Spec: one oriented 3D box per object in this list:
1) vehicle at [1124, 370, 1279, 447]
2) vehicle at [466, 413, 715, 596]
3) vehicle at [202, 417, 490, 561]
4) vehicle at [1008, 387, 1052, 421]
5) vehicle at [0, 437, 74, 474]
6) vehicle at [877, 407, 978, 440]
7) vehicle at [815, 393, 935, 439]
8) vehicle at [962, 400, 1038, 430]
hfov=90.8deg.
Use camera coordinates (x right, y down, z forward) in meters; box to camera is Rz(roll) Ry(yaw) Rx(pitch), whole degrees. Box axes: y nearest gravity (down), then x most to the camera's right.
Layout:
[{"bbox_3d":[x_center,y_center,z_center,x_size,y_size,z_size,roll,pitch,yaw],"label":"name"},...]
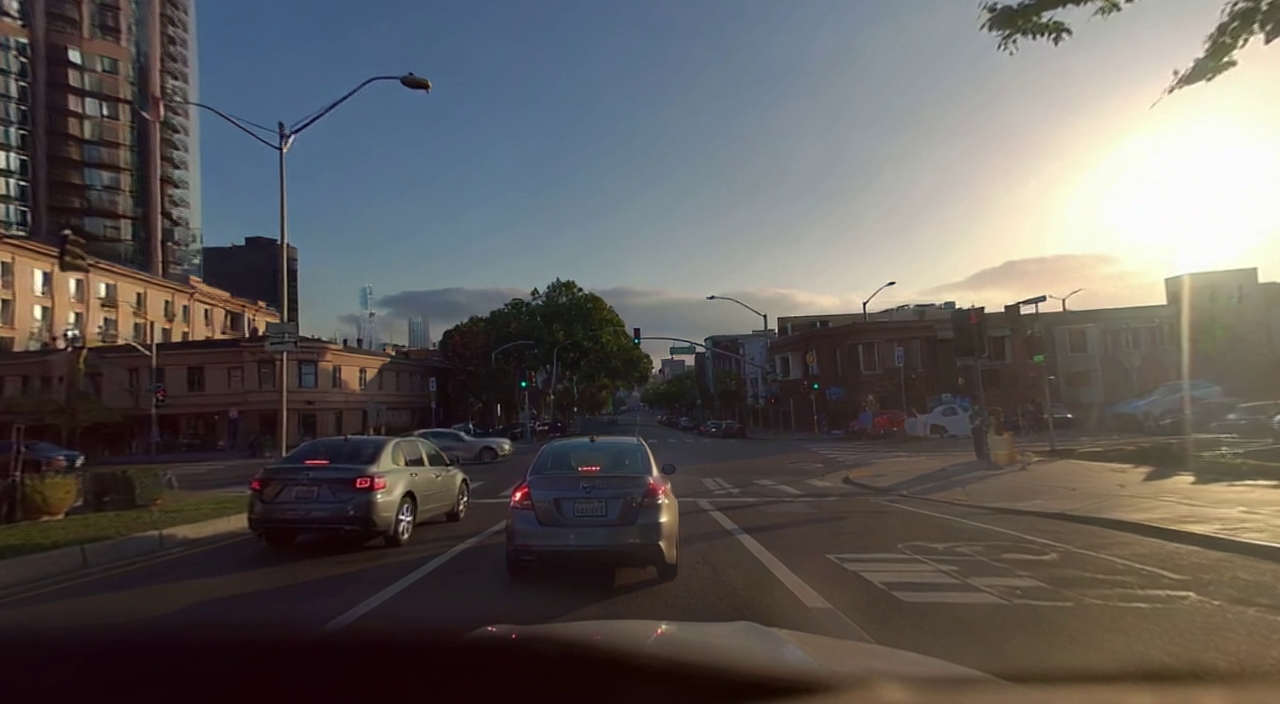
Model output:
[{"bbox_3d":[21.704,2.166,23.526,5.756,2.653,2.403,1,-8,-11],"label":"vehicle"},{"bbox_3d":[-0.429,1.570,7.326,2.082,1.520,3.896,0,-8,-1],"label":"vehicle"},{"bbox_3d":[-3.697,1.806,9.063,1.934,1.522,4.464,0,-8,1],"label":"vehicle"},{"bbox_3d":[27.028,3.653,43.670,2.152,1.993,5.078,-6,-10,34],"label":"vehicle"},{"bbox_3d":[-32.413,5.337,32.618,4.280,1.857,2.136,0,-8,1],"label":"vehicle"},{"bbox_3d":[15.113,3.787,33.168,4.775,1.604,1.915,3,-9,-20],"label":"vehicle"},{"bbox_3d":[13.773,3.829,37.040,6.541,2.480,2.259,3,-9,-19],"label":"vehicle"},{"bbox_3d":[21.147,3.738,37.056,5.017,1.542,2.055,7,-11,-38],"label":"vehicle"}]
